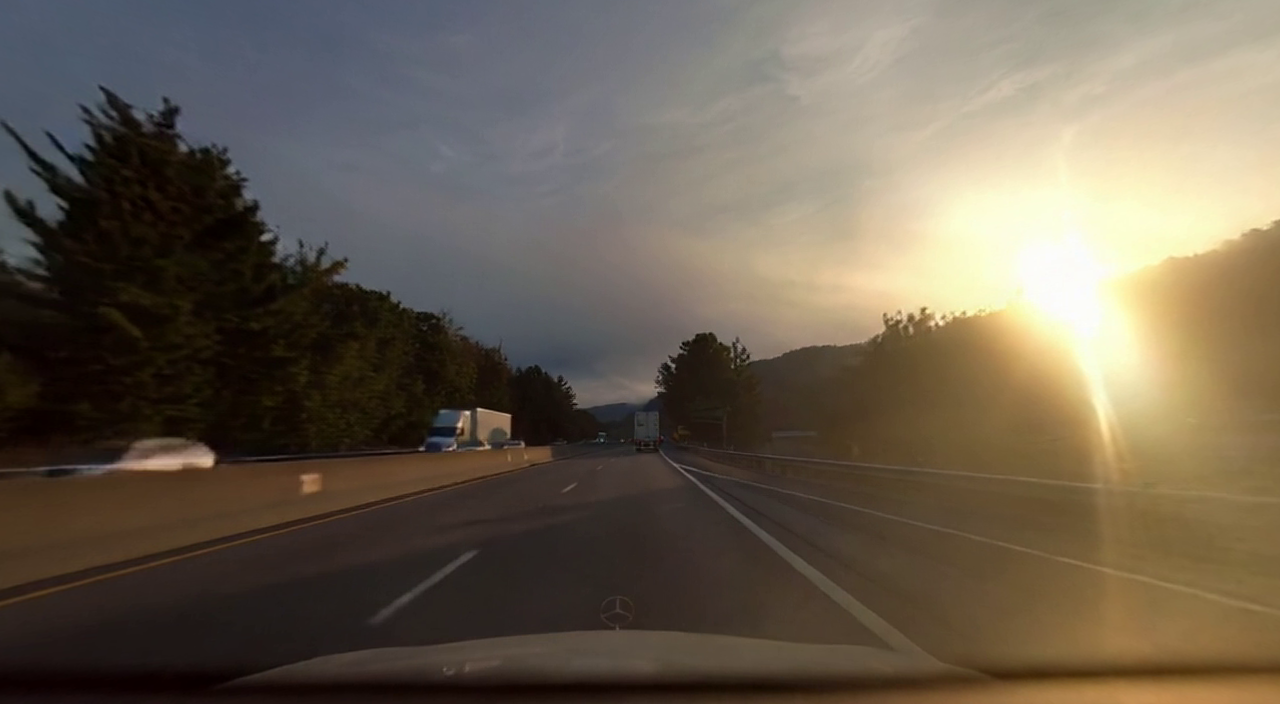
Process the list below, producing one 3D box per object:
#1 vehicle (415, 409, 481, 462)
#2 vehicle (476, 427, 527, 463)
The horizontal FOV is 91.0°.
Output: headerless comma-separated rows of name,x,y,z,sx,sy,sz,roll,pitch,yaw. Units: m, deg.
vehicle,-14.425,6.360,47.835,3.020,3.775,5.939,-1,-8,0
vehicle,-9.939,6.712,45.666,2.304,2.391,5.779,-1,-8,1
